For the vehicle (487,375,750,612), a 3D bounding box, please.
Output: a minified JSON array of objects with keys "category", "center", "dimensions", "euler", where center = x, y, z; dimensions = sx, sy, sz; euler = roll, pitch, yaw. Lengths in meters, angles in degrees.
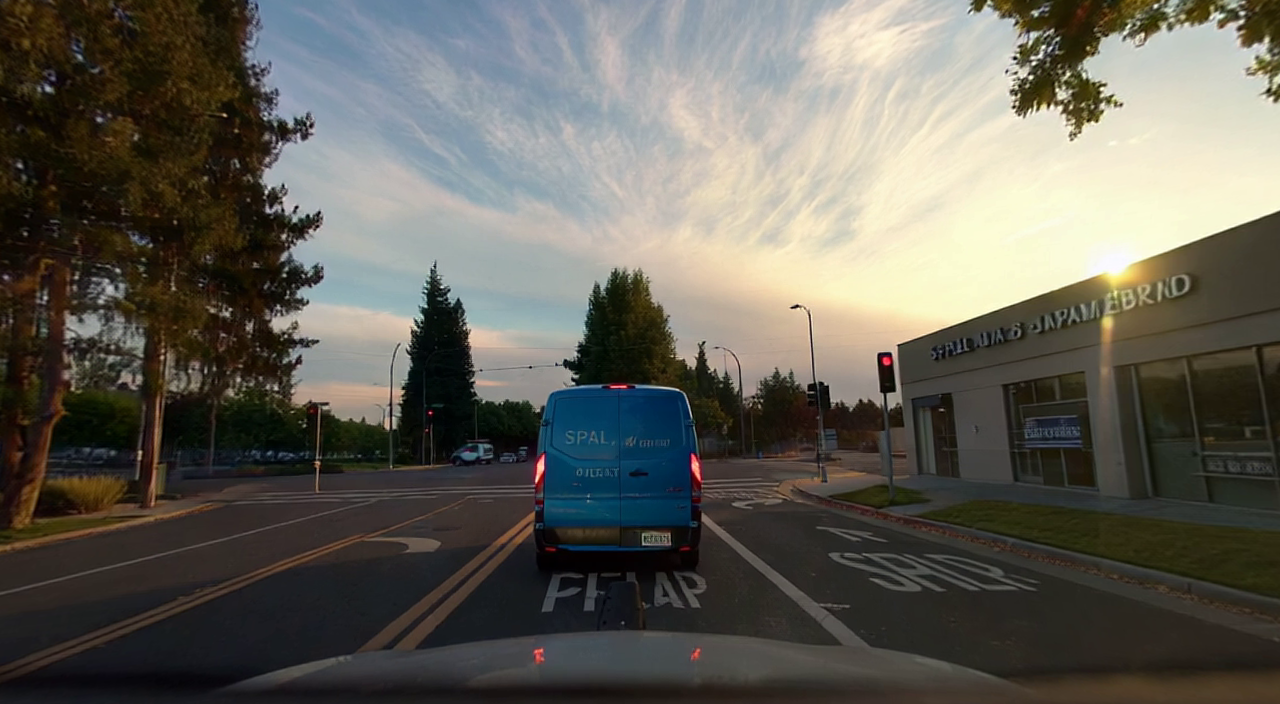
[{"category":"vehicle","center":[-0.292,1.475,7.305],"dimensions":[2.181,1.949,3.932],"euler":[1,-9,-4]}]
